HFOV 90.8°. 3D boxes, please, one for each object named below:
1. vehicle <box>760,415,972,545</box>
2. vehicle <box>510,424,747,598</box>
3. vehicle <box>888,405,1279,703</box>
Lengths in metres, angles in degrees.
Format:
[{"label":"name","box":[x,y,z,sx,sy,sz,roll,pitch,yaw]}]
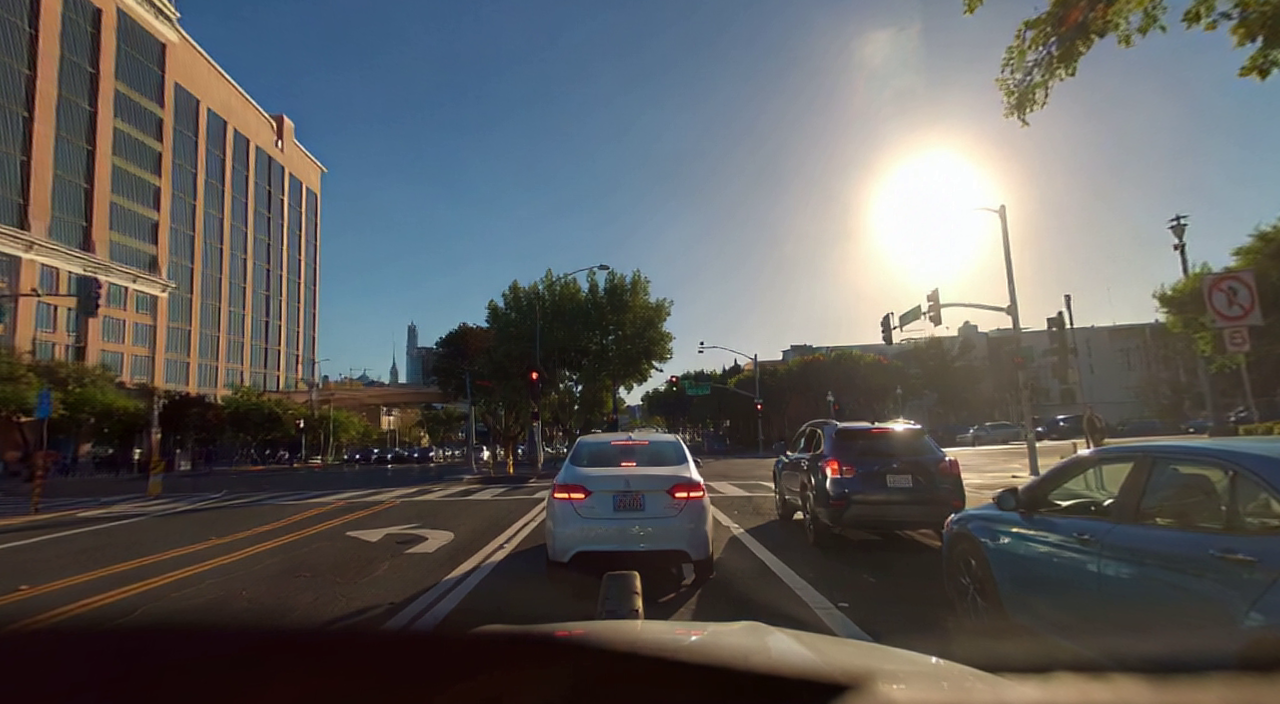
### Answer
[{"label":"vehicle","box":[3.509,2.084,10.935,1.978,1.738,4.599,0,-8,1]},{"label":"vehicle","box":[-0.108,1.699,7.558,2.096,1.521,3.747,0,-8,0]},{"label":"vehicle","box":[3.380,1.177,4.007,1.833,1.465,4.258,0,-8,-1]}]
